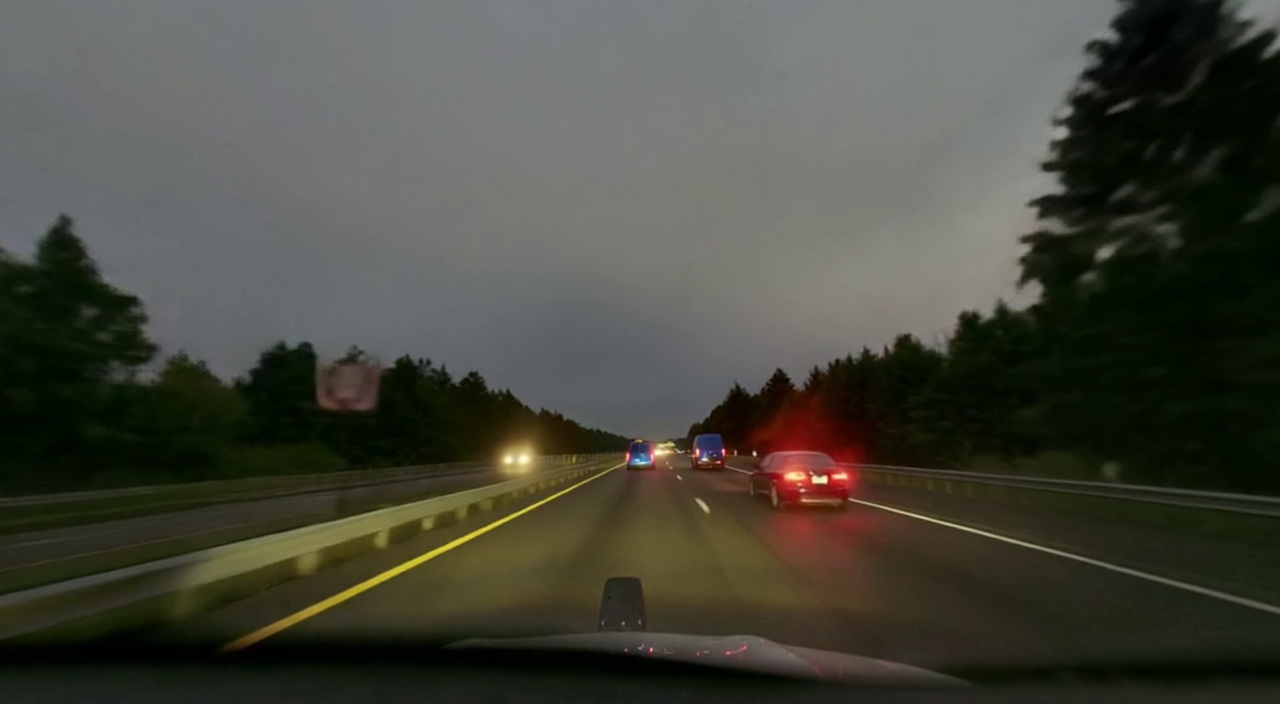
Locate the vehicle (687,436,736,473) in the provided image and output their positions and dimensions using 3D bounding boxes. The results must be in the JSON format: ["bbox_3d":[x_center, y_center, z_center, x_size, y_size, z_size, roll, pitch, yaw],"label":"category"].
[{"bbox_3d":[4.188,6.134,37.924,2.371,2.045,4.768,0,-9,0],"label":"vehicle"}]

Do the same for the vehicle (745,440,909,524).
[{"bbox_3d":[3.665,2.646,13.466,2.043,1.431,4.922,0,-9,0],"label":"vehicle"}]

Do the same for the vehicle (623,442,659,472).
[{"bbox_3d":[0.103,6.323,38.197,2.087,1.707,4.316,0,-9,2],"label":"vehicle"}]
